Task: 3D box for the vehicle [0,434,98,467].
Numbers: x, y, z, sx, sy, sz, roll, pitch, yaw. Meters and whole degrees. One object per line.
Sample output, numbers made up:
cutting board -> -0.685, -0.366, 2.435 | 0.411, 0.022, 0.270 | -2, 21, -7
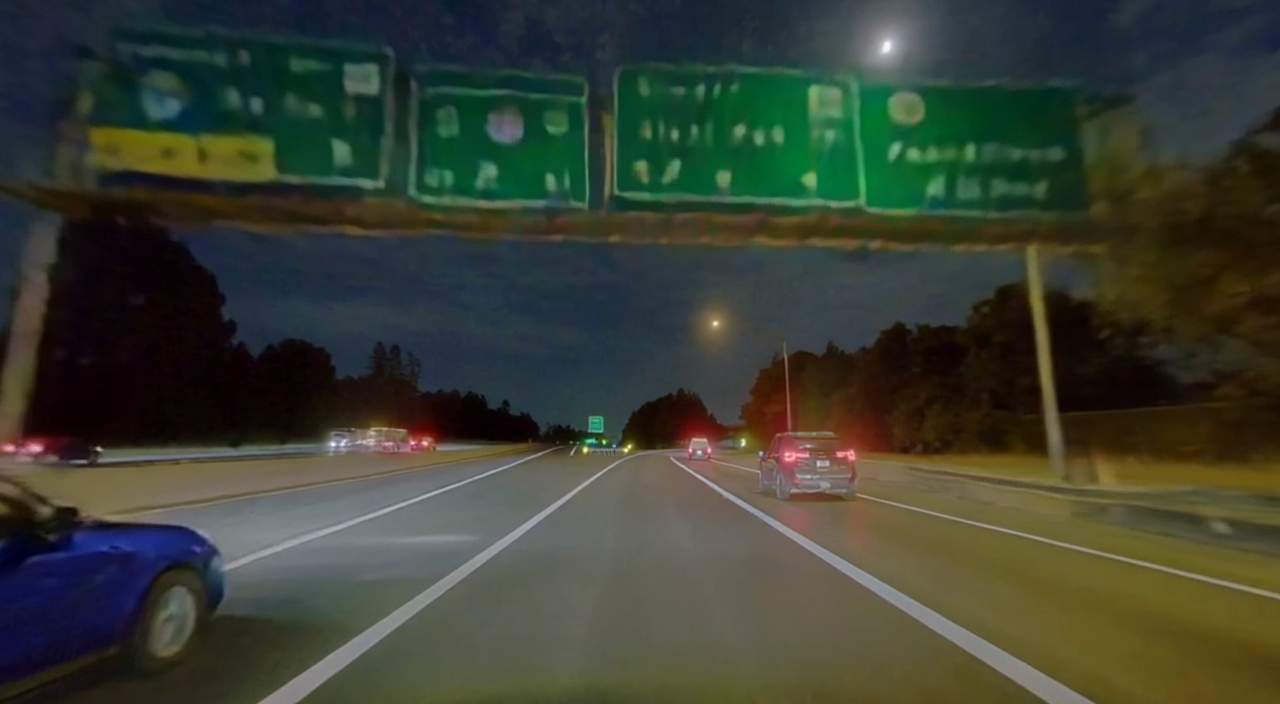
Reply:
vehicle -> -35.439, 5.837, 37.467 | 2.168, 1.824, 4.932 | 0, -8, -3
